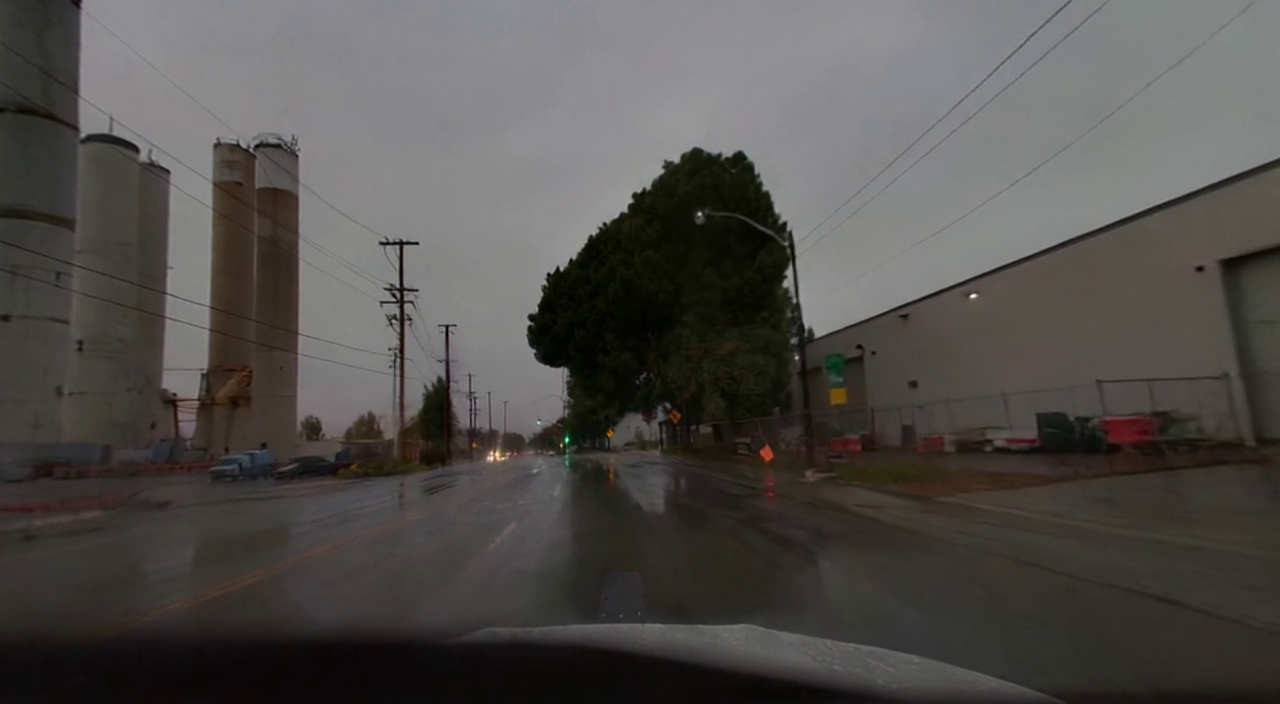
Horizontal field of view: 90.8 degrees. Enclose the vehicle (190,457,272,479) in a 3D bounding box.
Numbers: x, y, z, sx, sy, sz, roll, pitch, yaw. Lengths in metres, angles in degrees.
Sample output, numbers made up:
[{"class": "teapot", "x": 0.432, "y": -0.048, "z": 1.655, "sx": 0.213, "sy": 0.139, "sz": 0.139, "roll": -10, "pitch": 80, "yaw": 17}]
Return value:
[{"class": "vehicle", "x": -27.852, "y": 7.902, "z": 43.108, "sx": 4.184, "sy": 1.411, "sz": 1.855, "roll": 1, "pitch": -9, "yaw": -7}]
